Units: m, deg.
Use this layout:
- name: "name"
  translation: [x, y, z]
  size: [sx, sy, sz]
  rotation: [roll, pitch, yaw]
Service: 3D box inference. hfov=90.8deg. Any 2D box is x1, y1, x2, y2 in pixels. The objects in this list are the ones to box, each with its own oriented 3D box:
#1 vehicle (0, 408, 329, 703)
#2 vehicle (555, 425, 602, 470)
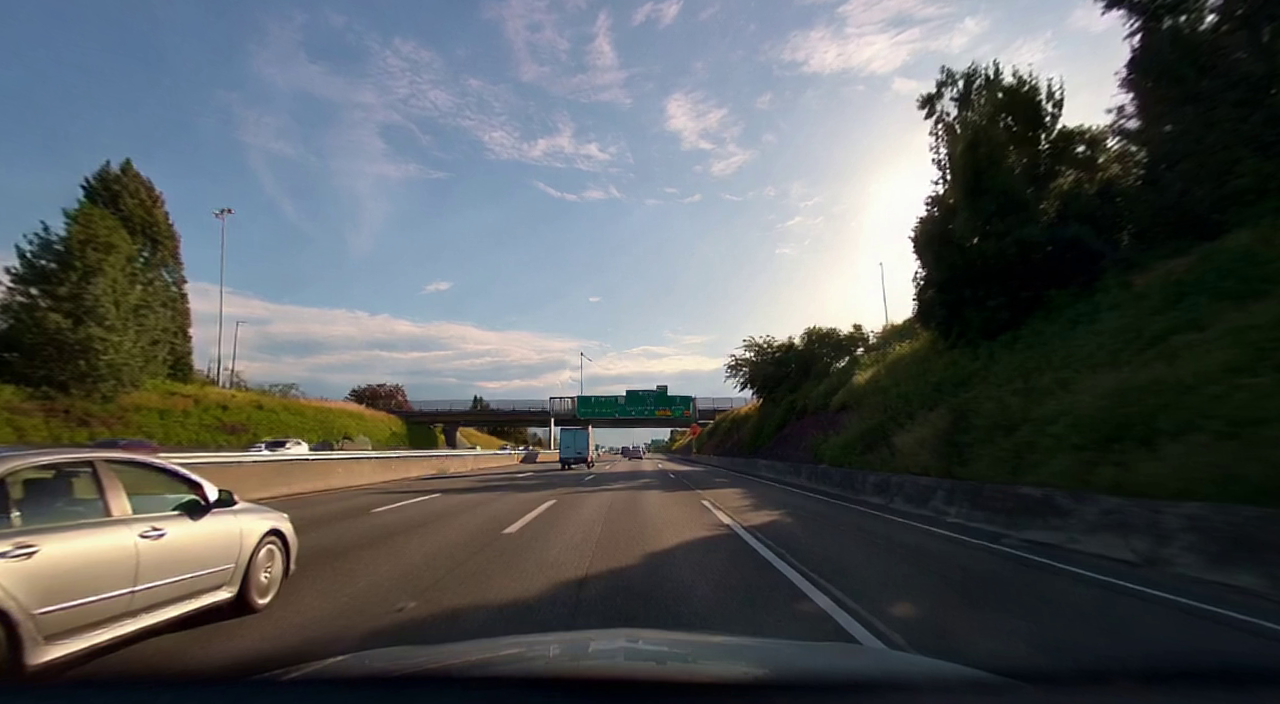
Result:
- name: "vehicle"
  translation: [-3.583, 1.062, 3.270]
  size: [1.924, 1.436, 3.915]
  rotation: [0, -9, 0]
- name: "vehicle"
  translation: [-3.607, 5.781, 38.087]
  size: [2.290, 2.453, 5.561]
  rotation: [0, -9, 0]
